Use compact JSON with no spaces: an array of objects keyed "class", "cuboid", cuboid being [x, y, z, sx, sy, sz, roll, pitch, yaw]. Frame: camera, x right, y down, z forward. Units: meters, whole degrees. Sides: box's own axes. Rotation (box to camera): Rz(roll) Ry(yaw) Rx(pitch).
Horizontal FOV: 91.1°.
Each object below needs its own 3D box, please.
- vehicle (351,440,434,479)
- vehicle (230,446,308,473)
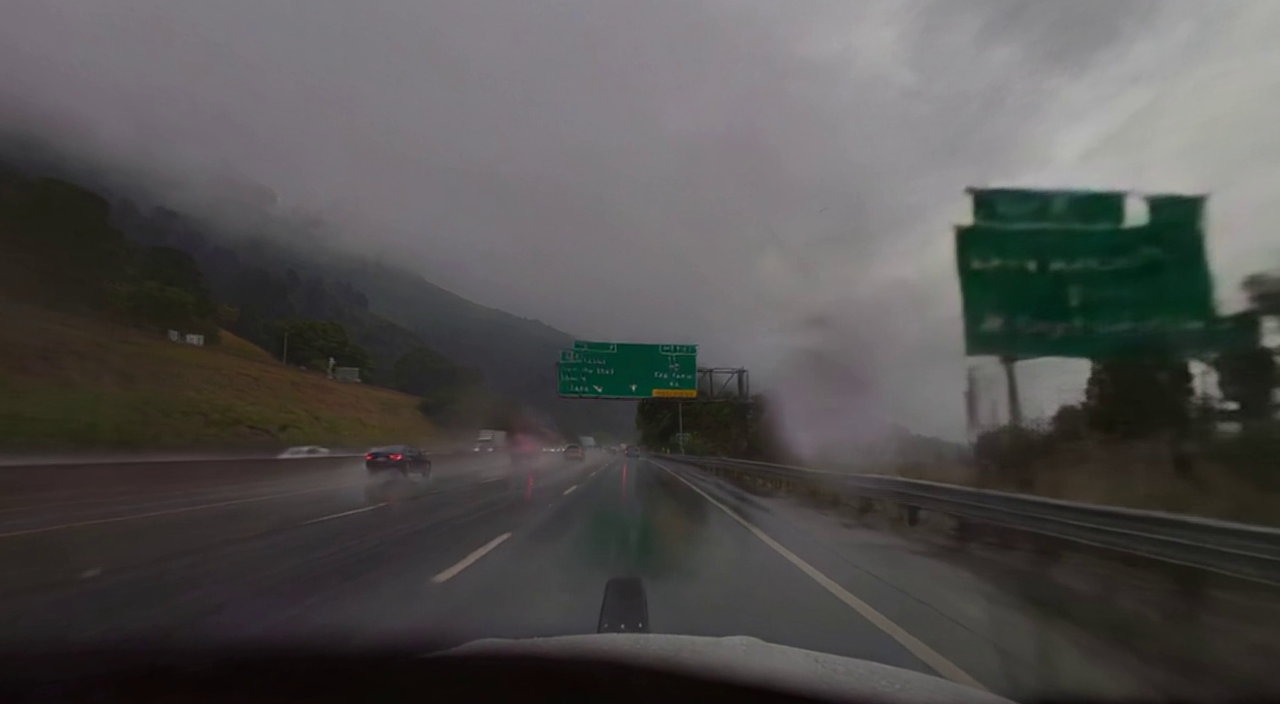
[{"class":"vehicle","cuboid":[-11.305,4.928,29.059,2.001,1.625,4.528,0,-9,0]},{"class":"vehicle","cuboid":[-22.059,6.383,37.548,1.908,1.464,4.517,0,-9,0]}]
